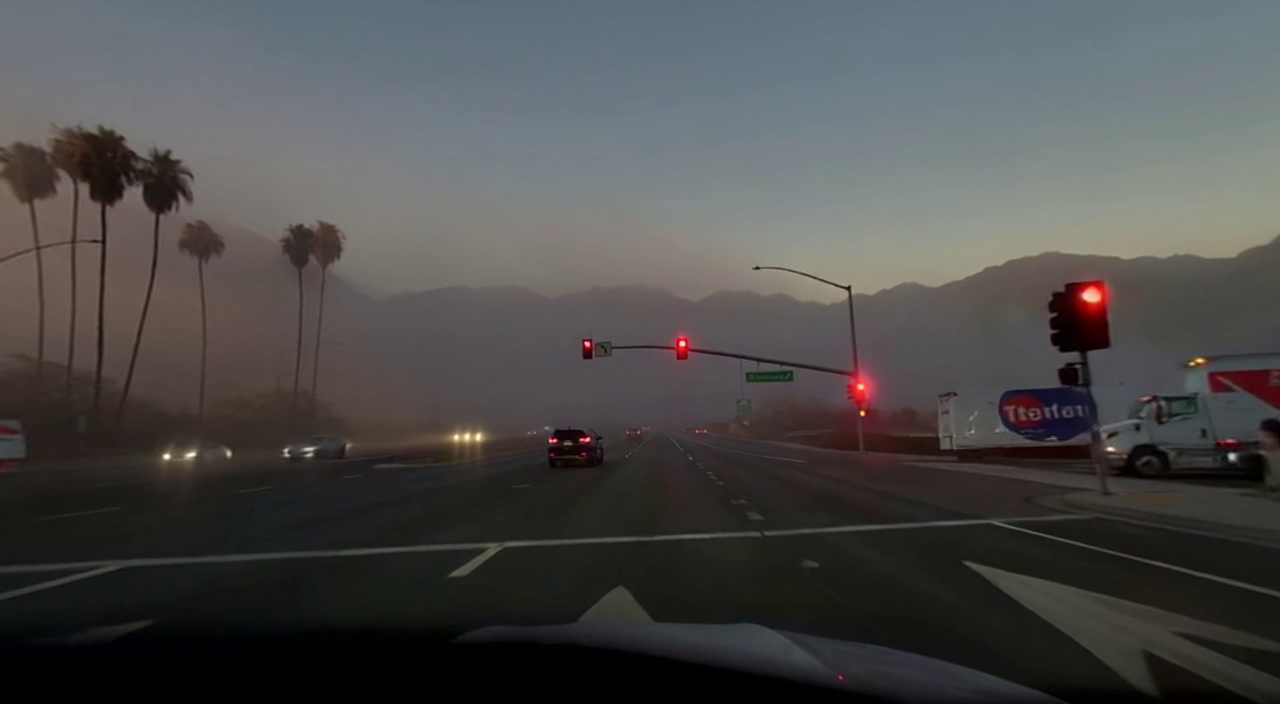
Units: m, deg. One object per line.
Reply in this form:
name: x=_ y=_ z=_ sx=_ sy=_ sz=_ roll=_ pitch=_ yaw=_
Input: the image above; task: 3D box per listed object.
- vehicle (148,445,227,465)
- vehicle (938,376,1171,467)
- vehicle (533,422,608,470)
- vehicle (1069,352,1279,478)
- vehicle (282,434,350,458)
vehicle: x=-35.820 y=8.179 z=49.886 sx=1.874 sy=1.505 sz=4.935 roll=-2 pitch=-9 yaw=14
vehicle: x=16.630 y=2.936 z=25.893 sx=7.088 sy=3.414 sz=3.237 roll=-2 pitch=-9 yaw=12
vehicle: x=-2.631 y=3.747 z=25.082 sx=2.287 sy=1.712 sz=4.537 roll=0 pitch=-9 yaw=3
vehicle: x=18.334 y=2.169 z=20.945 sx=5.512 sy=3.865 sz=3.002 roll=-1 pitch=-9 yaw=3
vehicle: x=-22.372 y=6.519 z=43.553 sx=2.060 sy=1.537 sz=4.524 roll=-1 pitch=-9 yaw=4
